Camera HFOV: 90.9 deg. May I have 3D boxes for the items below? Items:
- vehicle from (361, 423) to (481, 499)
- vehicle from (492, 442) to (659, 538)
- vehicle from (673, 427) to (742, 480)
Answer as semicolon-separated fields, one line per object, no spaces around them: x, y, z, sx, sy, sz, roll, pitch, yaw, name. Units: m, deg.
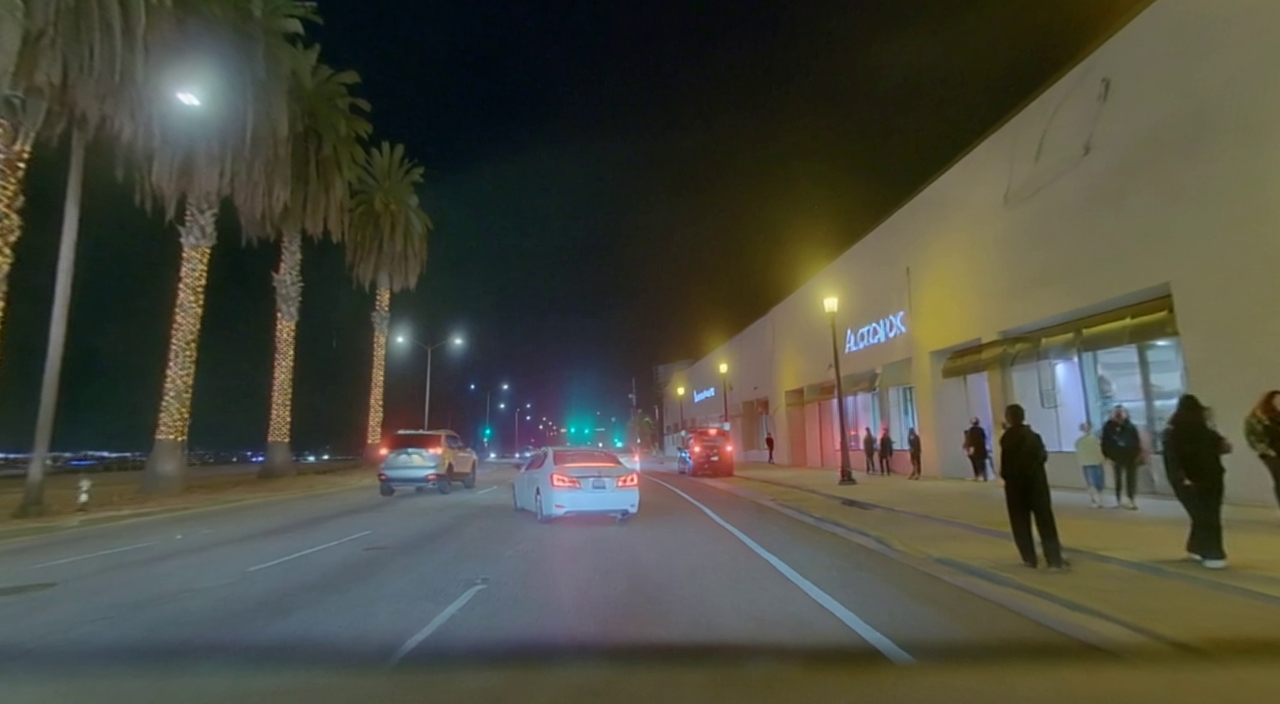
-6.630;3.366;19.864;2.164;2.047;5.455;0;-9;-4;vehicle
-1.490;2.532;12.372;1.930;1.477;4.657;3;-9;-23;vehicle
2.976;4.657;29.136;2.126;2.167;5.098;1;-9;-6;vehicle
